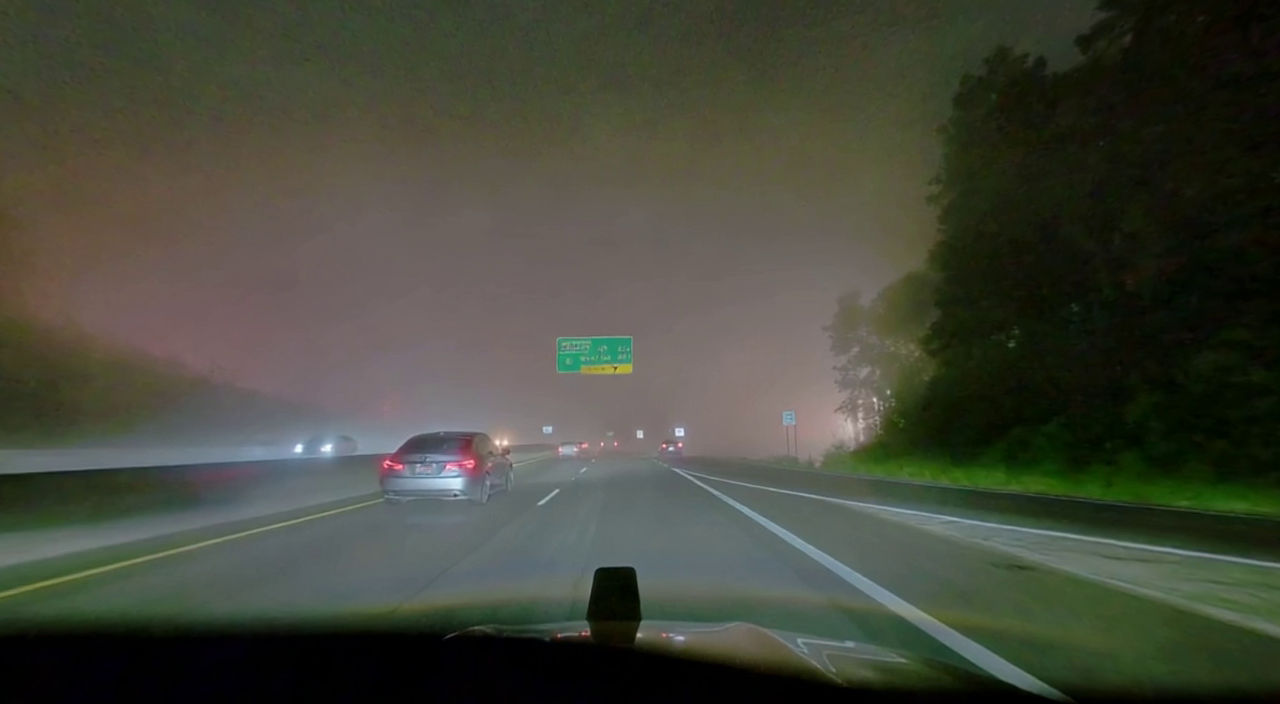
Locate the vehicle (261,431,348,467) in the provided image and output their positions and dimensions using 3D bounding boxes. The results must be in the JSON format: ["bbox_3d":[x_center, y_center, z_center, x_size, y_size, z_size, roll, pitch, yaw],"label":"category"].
[{"bbox_3d":[-17.664,5.141,33.472,2.018,1.727,5.065,0,-8,-2],"label":"vehicle"}]

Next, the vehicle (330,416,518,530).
[{"bbox_3d":[-3.788,2.191,12.036,2.080,1.733,4.410,0,-8,-1],"label":"vehicle"}]
